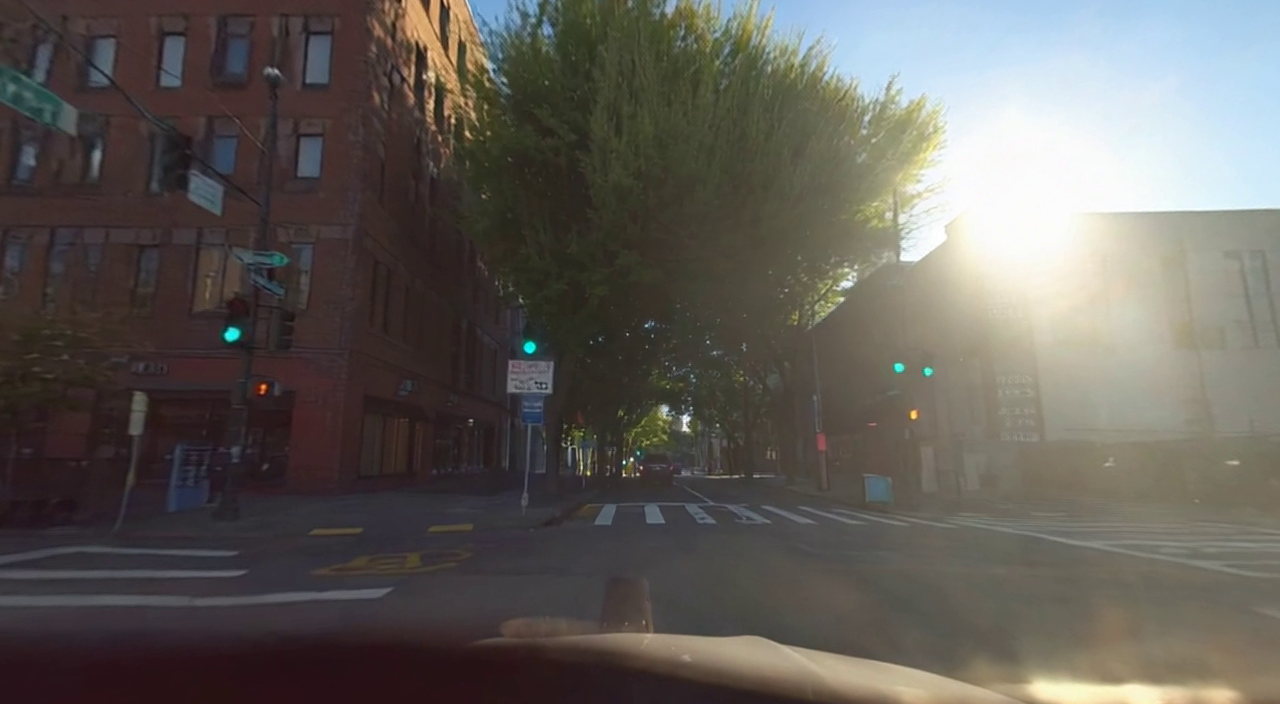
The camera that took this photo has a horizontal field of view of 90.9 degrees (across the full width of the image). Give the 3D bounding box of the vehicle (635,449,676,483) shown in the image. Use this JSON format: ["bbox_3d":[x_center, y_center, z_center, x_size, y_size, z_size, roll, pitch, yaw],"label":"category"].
[{"bbox_3d":[0.794,6.189,34.428,2.079,1.621,3.861,-1,-8,0],"label":"vehicle"}]
